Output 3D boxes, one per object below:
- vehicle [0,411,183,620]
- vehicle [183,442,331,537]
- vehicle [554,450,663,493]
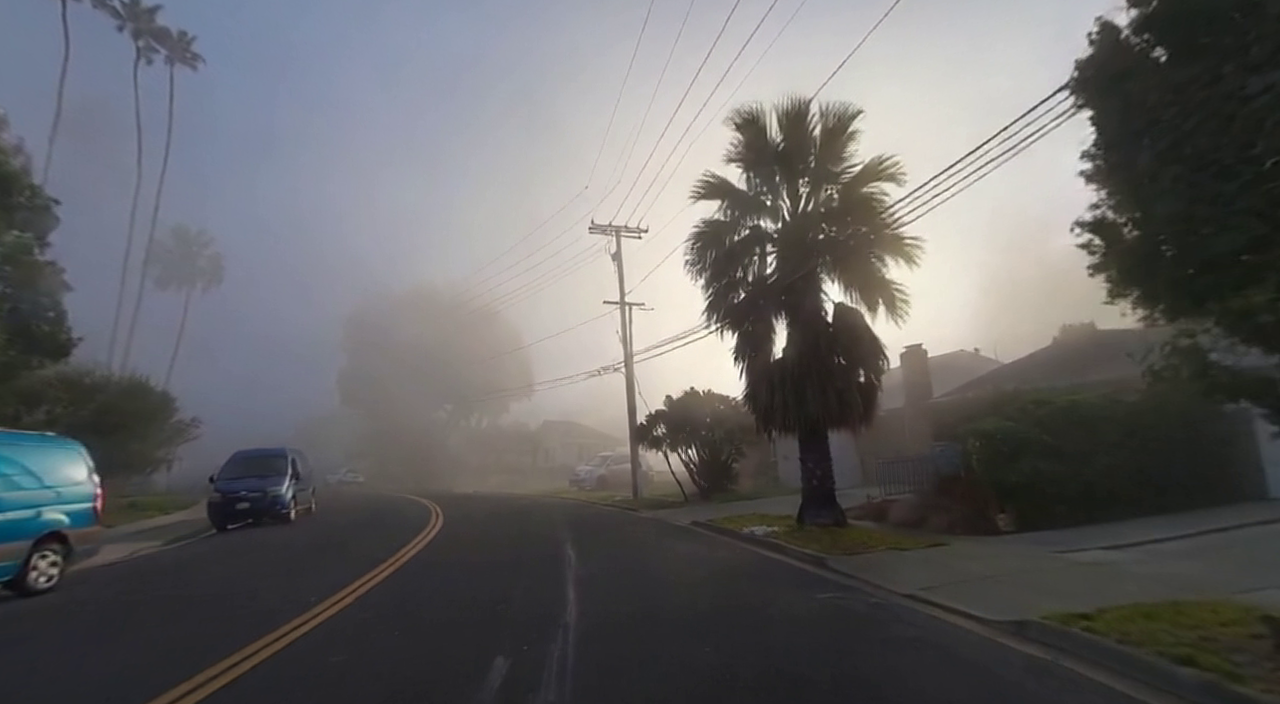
[{"bbox_3d":[-7.761,1.697,6.256,2.677,2.033,6.011,-1,-14,-9],"label":"vehicle"},{"bbox_3d":[-10.815,3.887,18.498,2.552,2.134,6.076,0,-10,-20],"label":"vehicle"},{"bbox_3d":[-1.583,6.118,32.784,5.102,2.040,2.472,6,-10,-32],"label":"vehicle"}]
